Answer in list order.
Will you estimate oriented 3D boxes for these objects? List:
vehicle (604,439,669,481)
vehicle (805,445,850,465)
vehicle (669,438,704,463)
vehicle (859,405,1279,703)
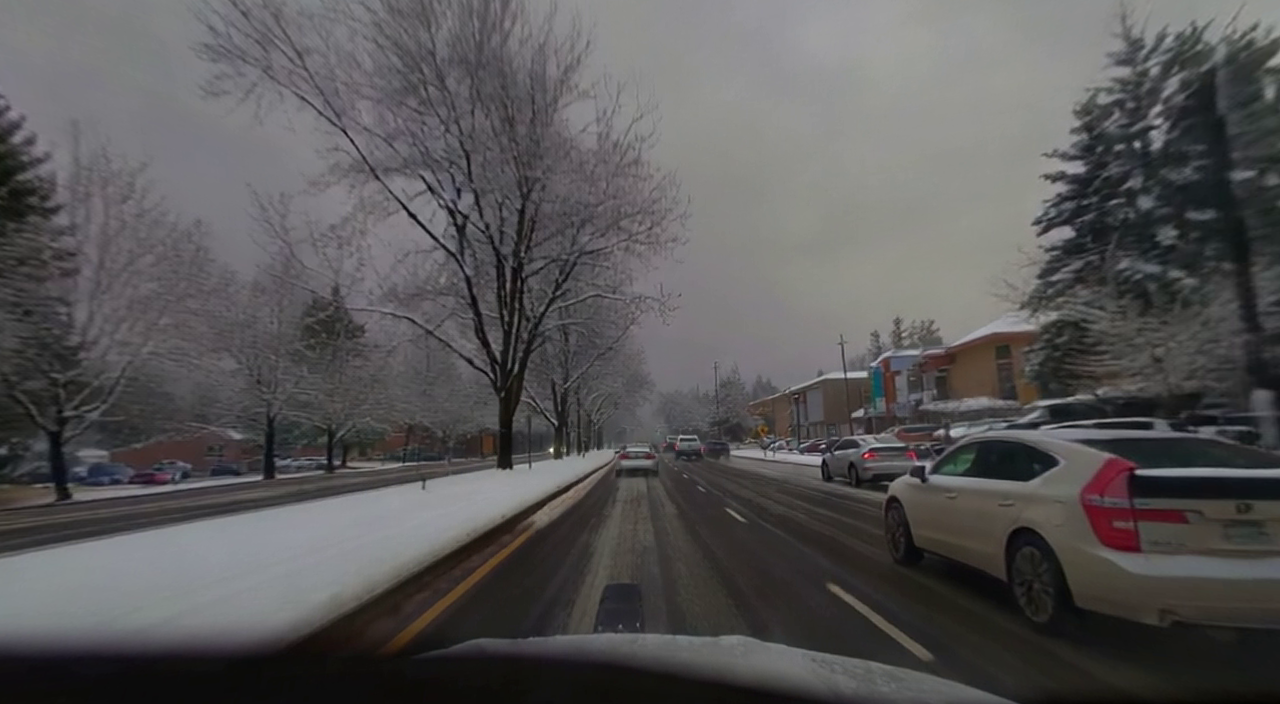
[{"bbox_3d":[-0.177,4.163,24.640,2.289,1.471,4.477,0,-8,-1],"label":"vehicle"},{"bbox_3d":[14.597,8.027,49.458,2.040,1.456,4.673,0,-8,-1],"label":"vehicle"},{"bbox_3d":[3.396,7.352,47.291,2.188,1.760,4.297,0,-8,-1],"label":"vehicle"},{"bbox_3d":[3.692,1.317,5.280,2.094,1.480,4.323,0,-8,-1],"label":"vehicle"}]
